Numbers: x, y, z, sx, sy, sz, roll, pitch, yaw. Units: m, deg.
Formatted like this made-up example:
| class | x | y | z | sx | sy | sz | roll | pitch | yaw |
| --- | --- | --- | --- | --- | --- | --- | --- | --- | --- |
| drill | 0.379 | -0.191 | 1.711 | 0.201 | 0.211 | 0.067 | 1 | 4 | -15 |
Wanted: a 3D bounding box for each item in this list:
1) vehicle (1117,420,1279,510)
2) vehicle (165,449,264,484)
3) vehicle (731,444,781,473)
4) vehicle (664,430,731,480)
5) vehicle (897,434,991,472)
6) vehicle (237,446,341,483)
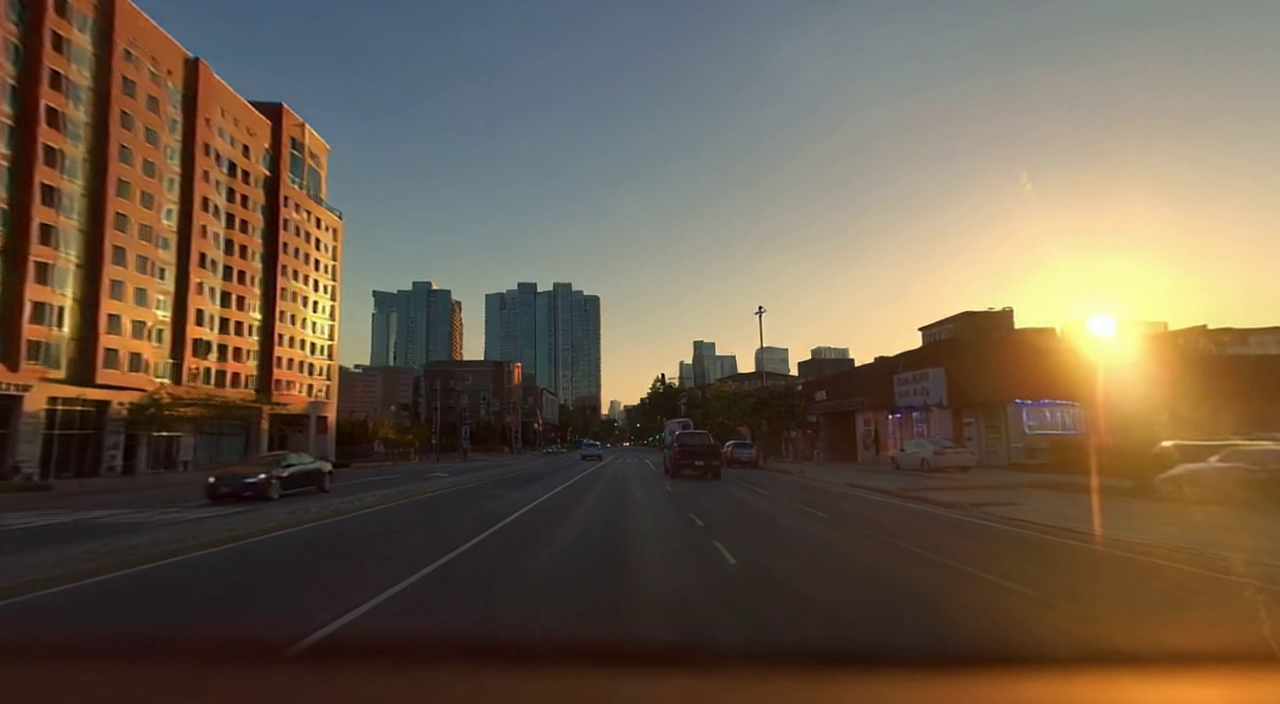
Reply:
| class | x | y | z | sx | sy | sz | roll | pitch | yaw |
| --- | --- | --- | --- | --- | --- | --- | --- | --- | --- |
| vehicle | 14.214 | 2.631 | 14.943 | 2.019 | 1.819 | 4.909 | 0 | -9 | 1 |
| vehicle | -20.785 | 5.562 | 31.083 | 1.843 | 1.551 | 4.221 | 0 | -9 | 1 |
| vehicle | 6.262 | 5.759 | 34.499 | 1.795 | 1.459 | 4.333 | 0 | -9 | -2 |
| vehicle | 2.182 | 4.131 | 25.534 | 2.130 | 1.787 | 5.126 | 0 | -9 | -1 |
| vehicle | 14.393 | 4.812 | 30.218 | 1.975 | 1.648 | 4.451 | 1 | -8 | -5 |
| vehicle | -15.388 | 4.935 | 28.015 | 2.019 | 1.471 | 4.513 | 0 | -9 | 0 |
